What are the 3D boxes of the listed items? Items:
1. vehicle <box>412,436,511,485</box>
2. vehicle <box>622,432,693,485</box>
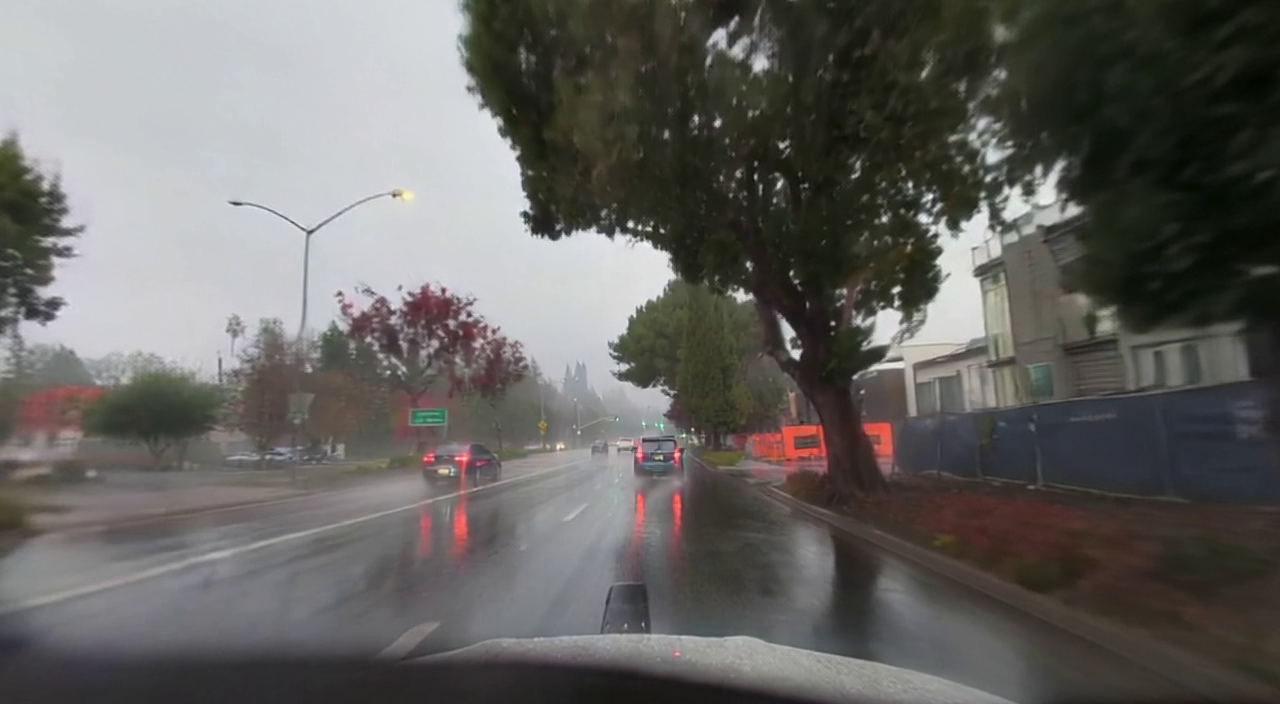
[{"bbox_3d":[-5.914,3.659,21.508,1.877,1.479,4.430,-1,-9,3],"label":"vehicle"},{"bbox_3d":[0.605,3.678,21.969,2.227,1.654,4.091,0,-9,1],"label":"vehicle"}]
